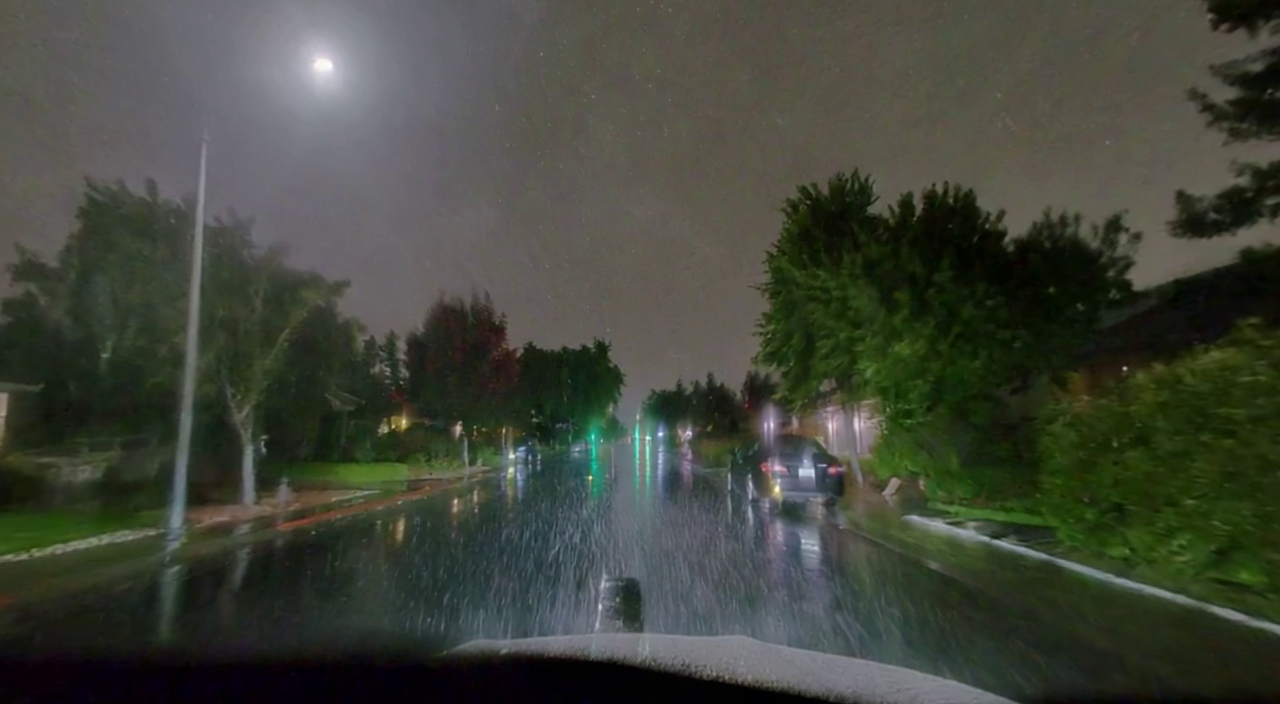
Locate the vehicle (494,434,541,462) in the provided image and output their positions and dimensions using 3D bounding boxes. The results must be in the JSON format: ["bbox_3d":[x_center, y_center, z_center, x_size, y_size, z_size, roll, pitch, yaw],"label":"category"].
[{"bbox_3d":[-8.671,6.903,45.187,2.352,1.843,4.979,-1,-10,0],"label":"vehicle"}]

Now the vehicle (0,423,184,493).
[{"bbox_3d":[-16.031,3.038,18.371,2.017,1.746,4.718,0,-8,0],"label":"vehicle"}]

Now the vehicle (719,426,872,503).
[{"bbox_3d":[3.497,2.674,15.496,2.291,1.546,5.204,0,-8,-1],"label":"vehicle"}]
